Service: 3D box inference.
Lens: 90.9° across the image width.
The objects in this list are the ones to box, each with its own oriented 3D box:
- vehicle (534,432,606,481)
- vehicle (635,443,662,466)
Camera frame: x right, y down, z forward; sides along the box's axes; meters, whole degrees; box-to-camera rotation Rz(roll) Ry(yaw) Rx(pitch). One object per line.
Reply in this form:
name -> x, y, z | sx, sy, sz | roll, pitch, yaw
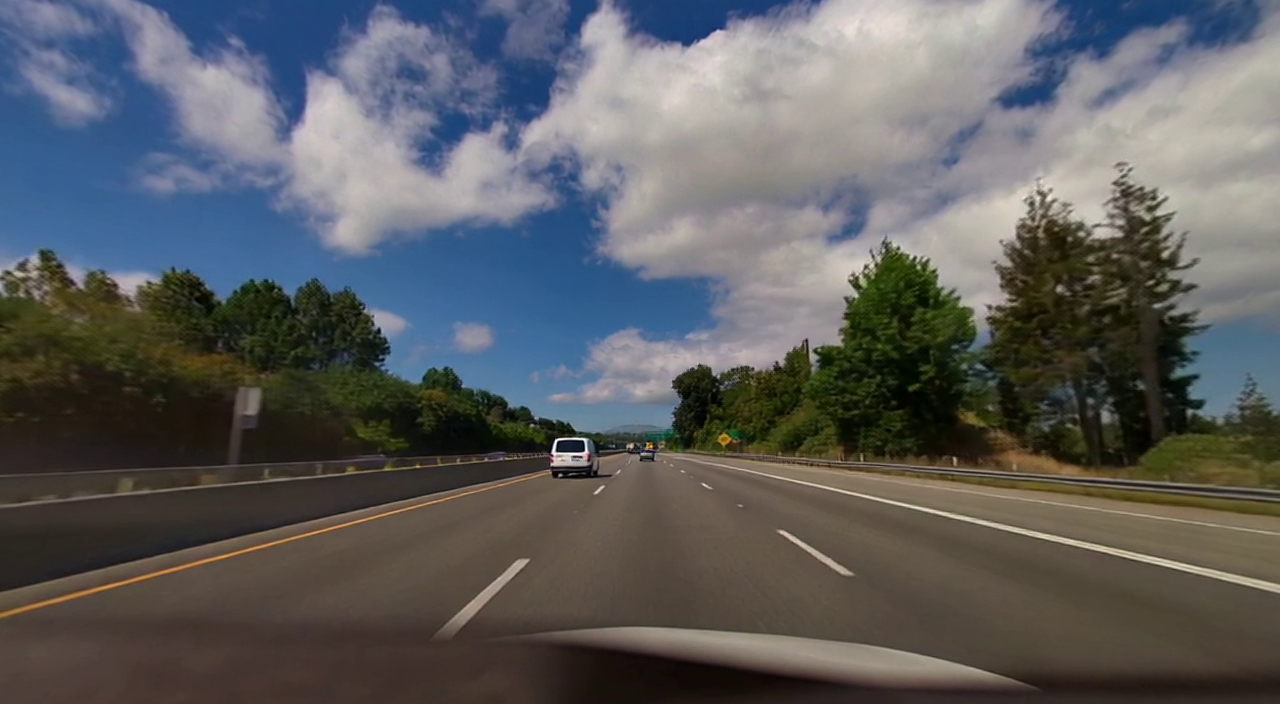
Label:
vehicle -> -2.968, 4.656, 28.295 | 2.572, 1.927, 5.803 | 0, -9, 0
vehicle -> 0.641, 8.082, 49.883 | 2.067, 1.690, 3.901 | 0, -9, -1
